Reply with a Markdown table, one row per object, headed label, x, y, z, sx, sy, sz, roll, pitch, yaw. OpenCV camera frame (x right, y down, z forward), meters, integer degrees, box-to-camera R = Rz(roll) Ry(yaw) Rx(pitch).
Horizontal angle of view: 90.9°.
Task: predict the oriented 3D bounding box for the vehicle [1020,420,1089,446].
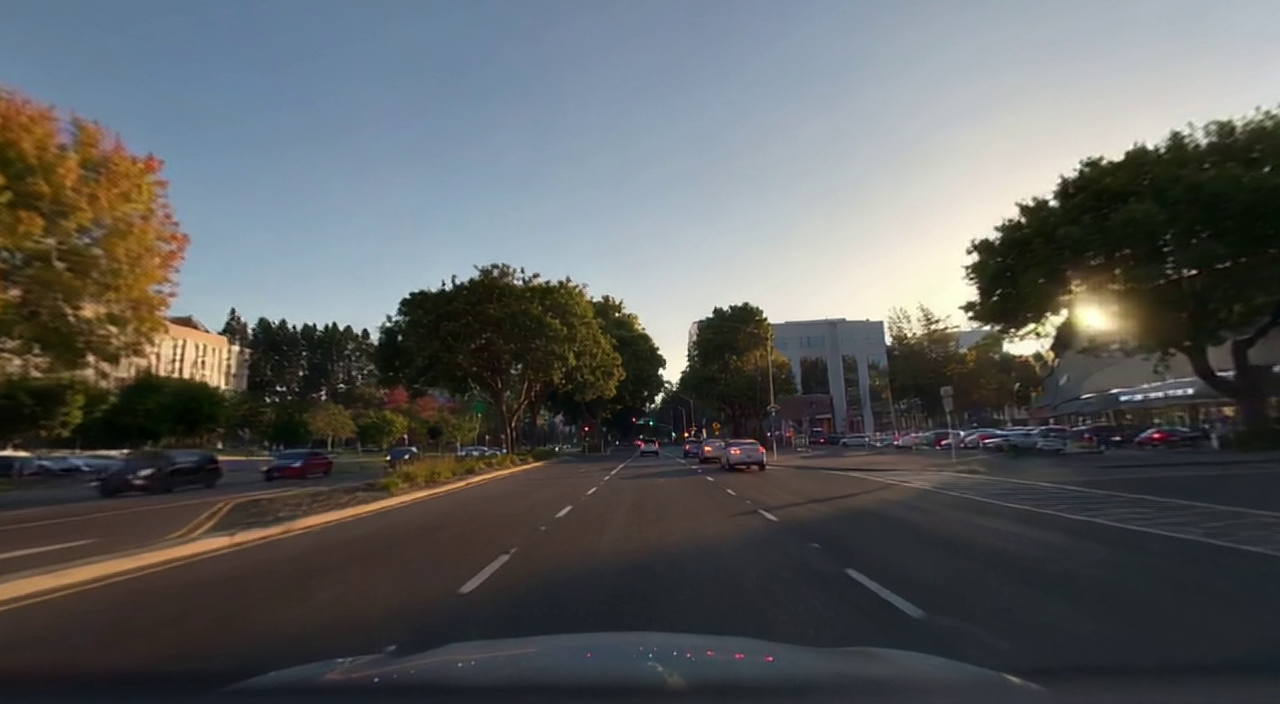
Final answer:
| label | x | y | z | sx | sy | sz | roll | pitch | yaw |
| --- | --- | --- | --- | --- | --- | --- | --- | --- | --- |
| vehicle | 29.486 | 5.780 | 45.063 | 1.811 | 1.664 | 5.065 | -3 | -7 | 5 |

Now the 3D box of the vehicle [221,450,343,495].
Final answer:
| label | x | y | z | sx | sy | sz | roll | pitch | yaw |
| --- | --- | --- | --- | --- | --- | --- | --- | --- | --- |
| vehicle | -13.167 | 4.409 | 23.552 | 1.847 | 1.424 | 4.521 | 0 | -8 | 1 |

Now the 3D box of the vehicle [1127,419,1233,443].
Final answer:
| label | x | y | z | sx | sy | sz | roll | pitch | yaw |
| --- | --- | --- | --- | --- | --- | --- | --- | --- | --- |
| vehicle | 33.193 | 4.881 | 38.856 | 4.540 | 1.446 | 1.919 | -1 | -8 | 6 |

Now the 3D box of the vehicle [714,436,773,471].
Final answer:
| label | x | y | z | sx | sy | sz | roll | pitch | yaw |
| --- | --- | --- | --- | --- | --- | --- | --- | --- | --- |
| vehicle | 4.614 | 4.568 | 28.658 | 1.913 | 1.463 | 4.198 | 0 | -8 | -1 |

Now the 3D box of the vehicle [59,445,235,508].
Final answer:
| label | x | y | z | sx | sy | sz | roll | pitch | yaw |
| --- | --- | --- | --- | --- | --- | --- | --- | --- | --- |
| vehicle | -16.679 | 4.166 | 21.769 | 2.072 | 1.862 | 4.948 | 0 | -8 | 0 |
